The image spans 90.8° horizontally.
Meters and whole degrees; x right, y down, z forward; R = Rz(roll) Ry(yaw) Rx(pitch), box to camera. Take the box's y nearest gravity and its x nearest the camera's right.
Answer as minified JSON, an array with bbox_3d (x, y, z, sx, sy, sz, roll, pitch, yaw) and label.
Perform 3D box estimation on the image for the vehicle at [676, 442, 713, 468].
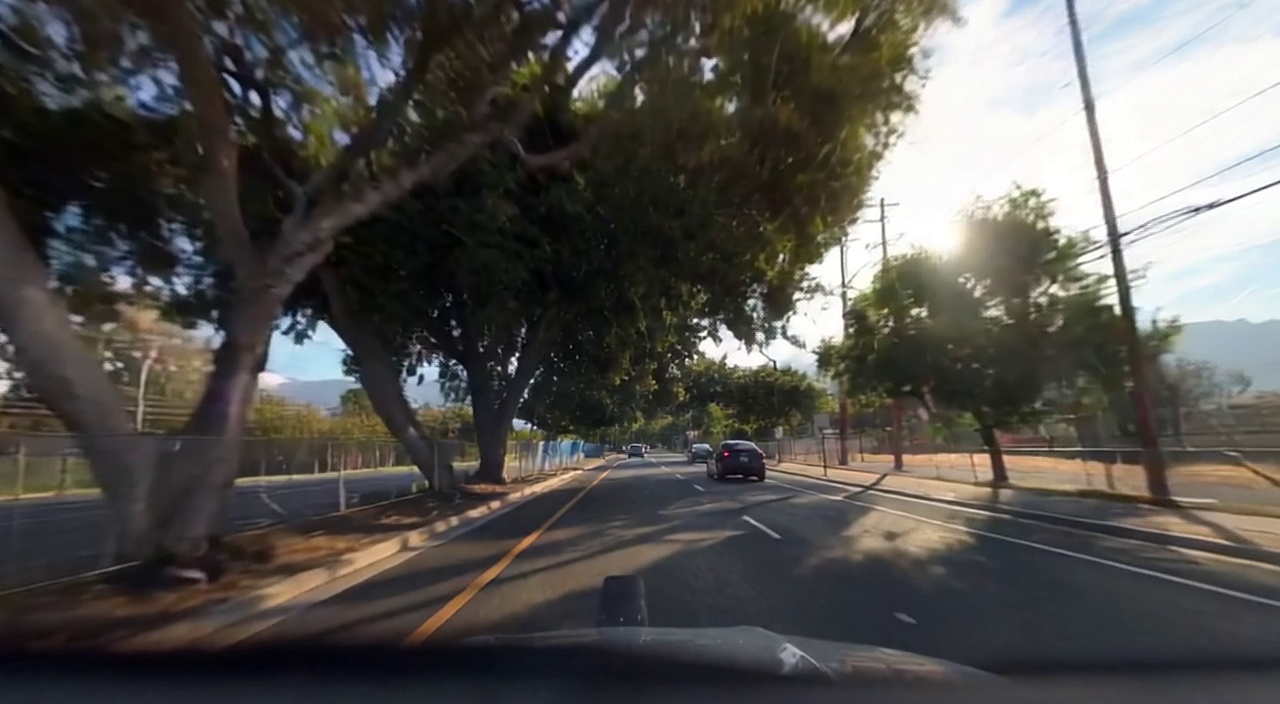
[{"bbox_3d":[3.688,7.080,43.500,2.012,1.653,4.115,0,-9,-2],"label":"vehicle"}]

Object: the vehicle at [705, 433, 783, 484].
[{"bbox_3d":[3.950,4.145,24.891,2.112,1.825,4.574,0,-9,-2],"label":"vehicle"}]
